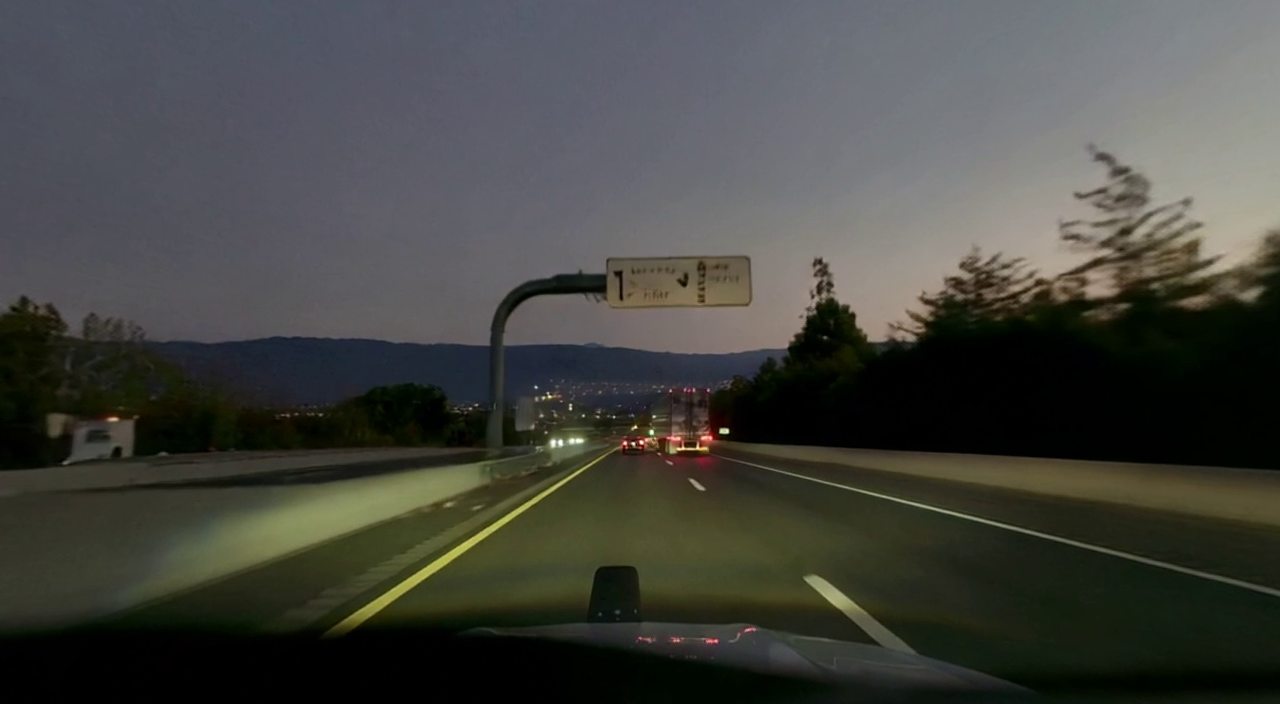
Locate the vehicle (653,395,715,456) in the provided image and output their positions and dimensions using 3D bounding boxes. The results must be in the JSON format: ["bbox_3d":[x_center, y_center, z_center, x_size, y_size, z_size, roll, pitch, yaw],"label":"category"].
[{"bbox_3d":[3.087,5.918,49.848,3.376,4.017,16.232,0,-8,-1],"label":"vehicle"}]
